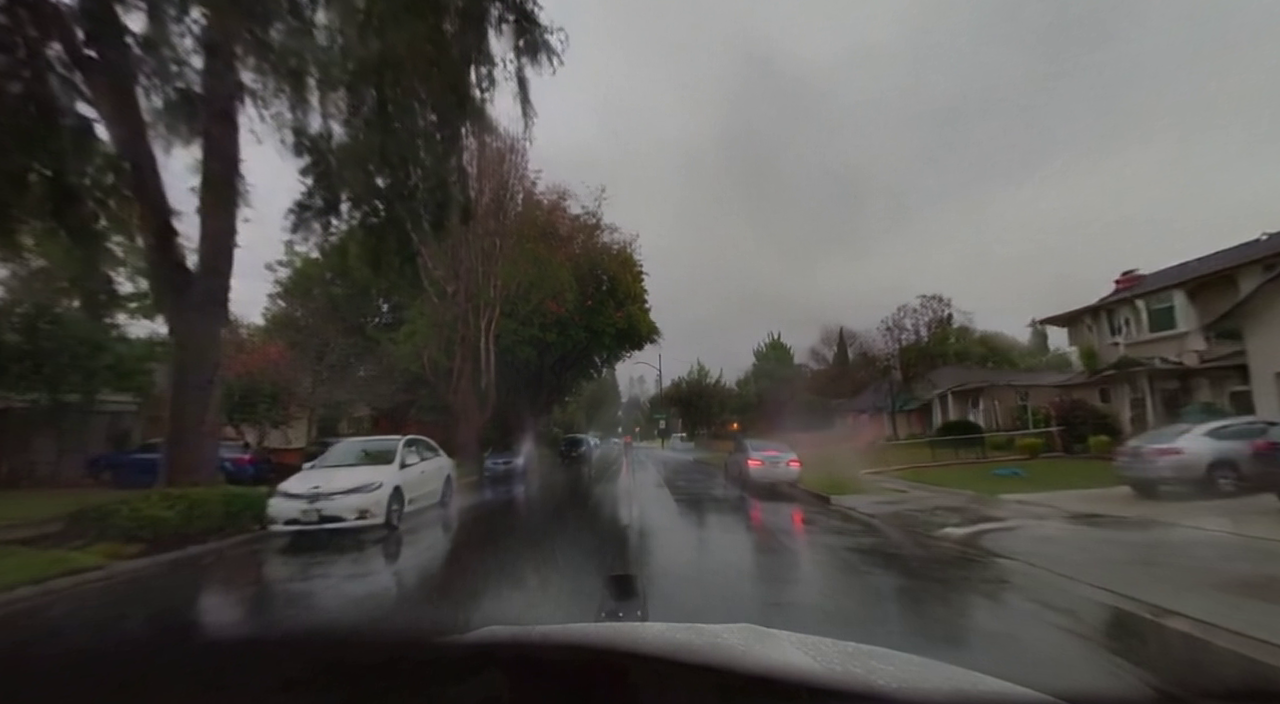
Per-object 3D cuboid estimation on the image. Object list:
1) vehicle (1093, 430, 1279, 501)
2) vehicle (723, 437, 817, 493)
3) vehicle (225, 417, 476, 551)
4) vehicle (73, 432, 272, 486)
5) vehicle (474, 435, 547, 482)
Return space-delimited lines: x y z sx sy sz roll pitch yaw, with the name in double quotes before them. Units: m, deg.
"vehicle" 12.010 2.224 12.592 4.655 1.282 1.716 0 -8 -2
"vehicle" 3.756 3.308 18.943 1.945 1.495 3.983 0 -8 0
"vehicle" -4.640 2.093 11.220 2.140 1.815 4.926 0 -6 0
"vehicle" -13.539 3.096 18.529 4.220 1.462 1.913 0 -8 -4
"vehicle" -4.970 4.120 24.884 1.887 1.660 4.312 0 -8 1
